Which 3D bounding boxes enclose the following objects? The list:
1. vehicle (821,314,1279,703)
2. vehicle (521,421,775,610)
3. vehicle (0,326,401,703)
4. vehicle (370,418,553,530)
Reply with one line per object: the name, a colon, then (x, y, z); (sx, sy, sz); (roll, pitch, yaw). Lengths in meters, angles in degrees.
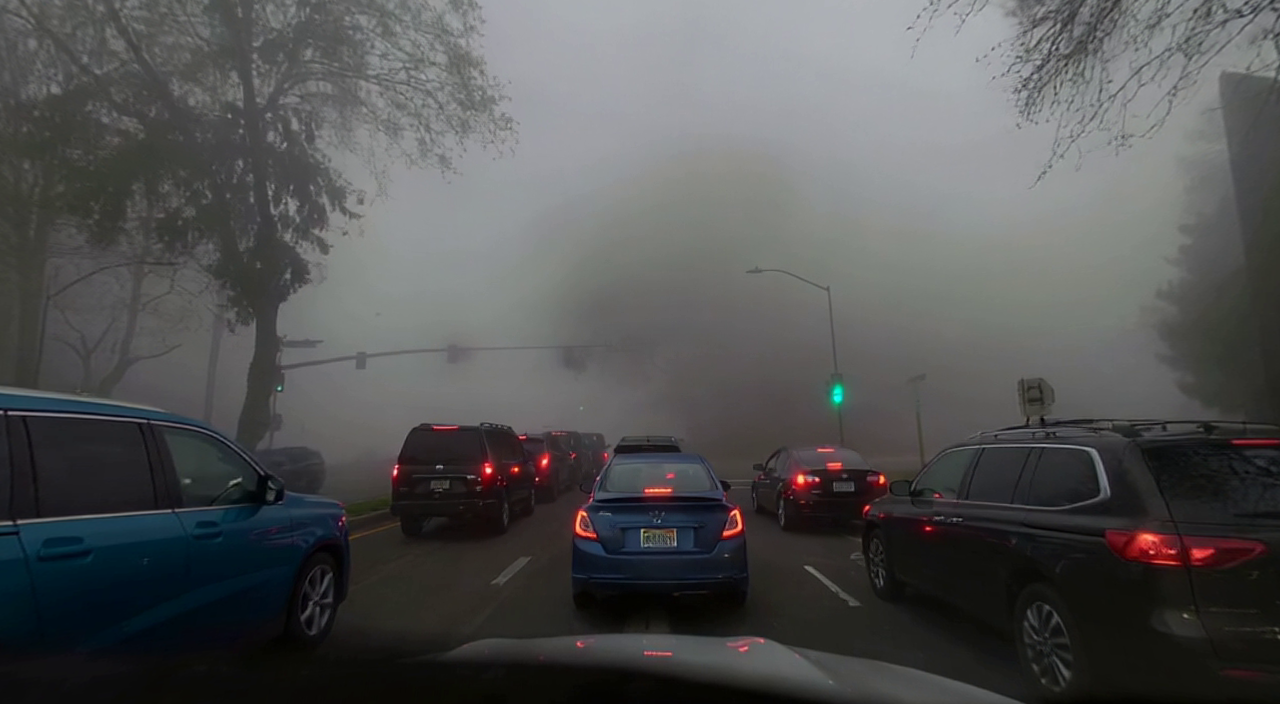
vehicle: (3.220, 1.105, 4.738); (2.141, 1.833, 4.704); (0, -8, -2)
vehicle: (0.025, 1.600, 7.072); (2.021, 1.490, 3.948); (0, -8, -1)
vehicle: (-3.121, 0.958, 3.295); (1.982, 1.721, 4.261); (0, -8, 1)
vehicle: (-3.183, 2.298, 12.445); (2.117, 1.772, 4.619); (0, -8, 2)
